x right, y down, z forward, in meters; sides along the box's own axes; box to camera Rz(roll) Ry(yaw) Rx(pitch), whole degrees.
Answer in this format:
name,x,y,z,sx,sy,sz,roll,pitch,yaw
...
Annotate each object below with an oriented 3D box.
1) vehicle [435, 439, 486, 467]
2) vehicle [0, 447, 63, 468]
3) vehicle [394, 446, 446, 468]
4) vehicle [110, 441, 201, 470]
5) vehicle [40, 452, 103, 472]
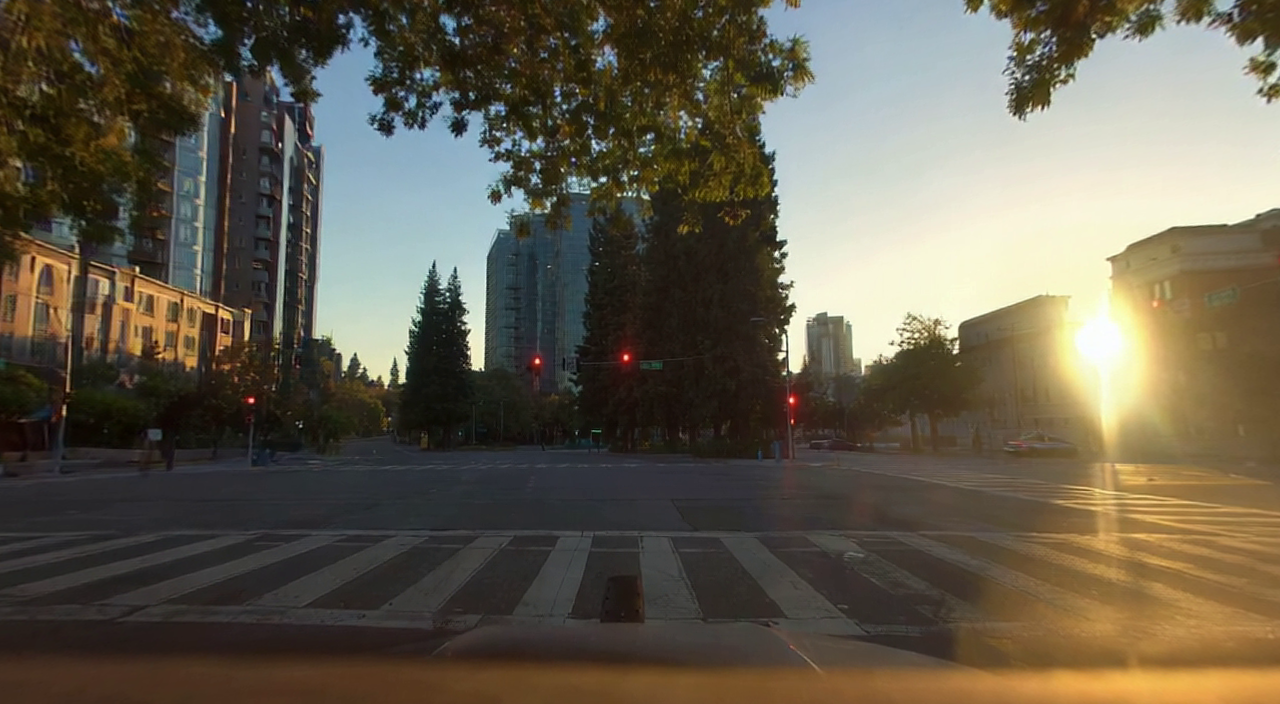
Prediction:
name,x,y,z,sx,sy,sz,roll,pitch,yaw
vehicle,-11.974,6.771,42.405,2.080,1.763,4.341,0,-8,1
vehicle,-45.258,7.773,46.602,1.858,1.467,3.624,0,-8,1
vehicle,-15.510,7.419,44.798,2.056,1.450,4.343,0,-8,0
vehicle,-34.911,7.426,45.746,2.204,1.955,5.518,0,-8,0
vehicle,-41.606,8.037,46.320,1.552,1.339,3.340,-2,-9,-1
